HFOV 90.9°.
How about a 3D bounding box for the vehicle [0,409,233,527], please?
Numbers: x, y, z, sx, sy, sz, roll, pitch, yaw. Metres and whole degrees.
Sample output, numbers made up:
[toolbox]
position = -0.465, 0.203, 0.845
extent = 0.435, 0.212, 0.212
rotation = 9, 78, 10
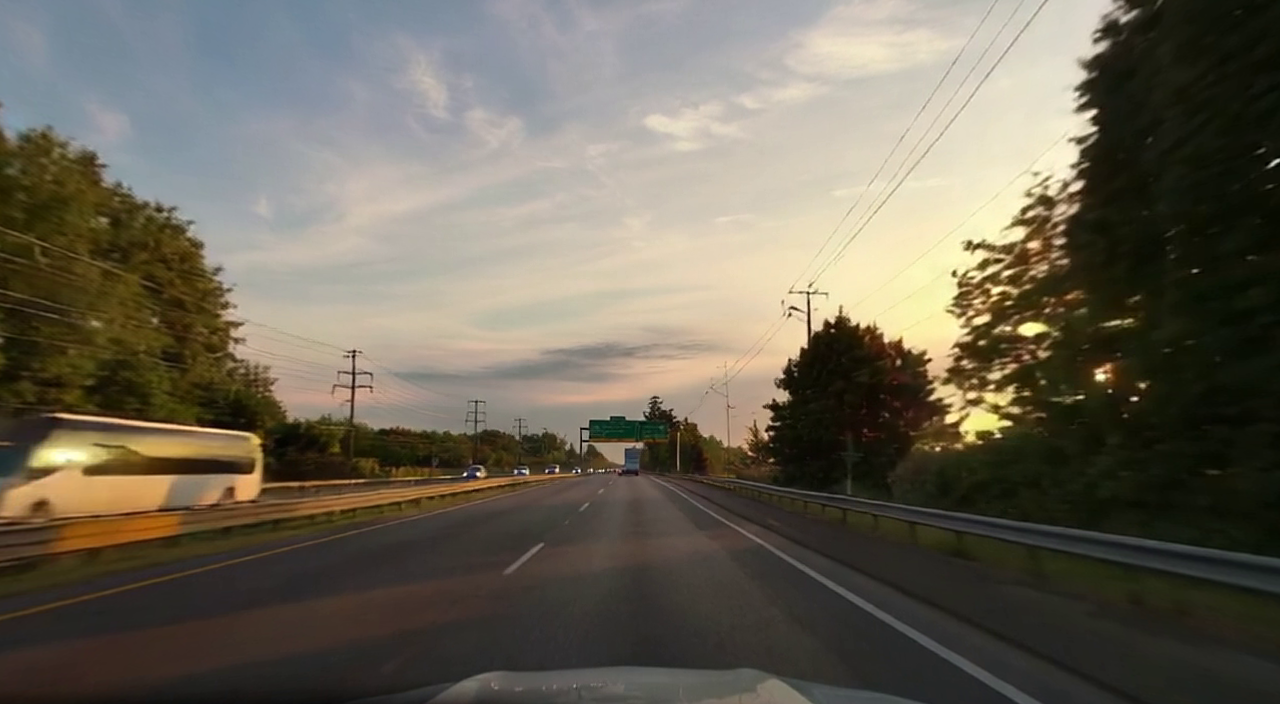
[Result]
[vehicle]
position = -16.525, 3.585, 19.570
extent = 2.646, 2.925, 7.512
rotation = 1, -11, -1
